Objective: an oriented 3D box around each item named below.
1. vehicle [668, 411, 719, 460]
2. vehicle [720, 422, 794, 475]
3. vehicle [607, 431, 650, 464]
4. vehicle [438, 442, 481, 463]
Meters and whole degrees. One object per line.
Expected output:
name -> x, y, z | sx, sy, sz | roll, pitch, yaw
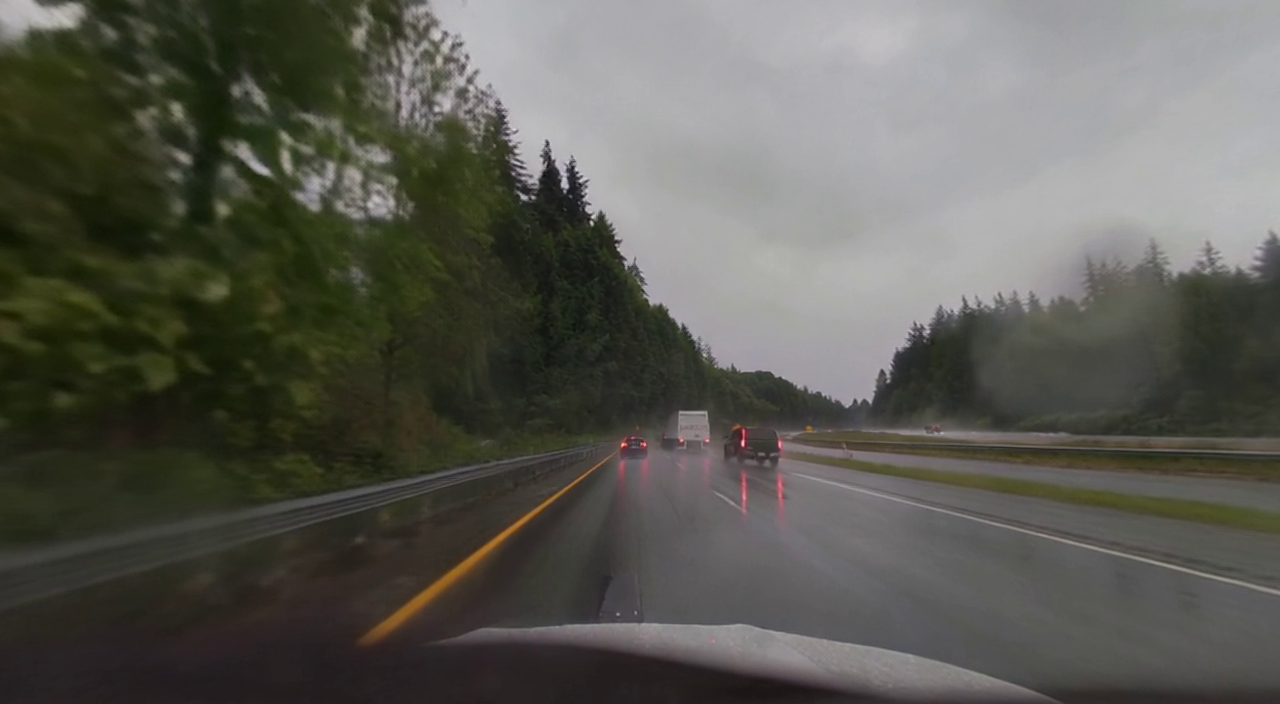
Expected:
vehicle -> 3.507, 5.698, 43.124 | 2.728, 3.053, 7.708 | 0, -8, 0
vehicle -> 4.511, 3.772, 25.004 | 2.073, 1.905, 4.023 | 0, -8, -1
vehicle -> -0.616, 5.174, 34.553 | 2.206, 1.681, 4.111 | 0, -8, -1
vehicle -> -14.157, 7.888, 49.629 | 2.107, 1.498, 4.226 | 0, -8, 1
